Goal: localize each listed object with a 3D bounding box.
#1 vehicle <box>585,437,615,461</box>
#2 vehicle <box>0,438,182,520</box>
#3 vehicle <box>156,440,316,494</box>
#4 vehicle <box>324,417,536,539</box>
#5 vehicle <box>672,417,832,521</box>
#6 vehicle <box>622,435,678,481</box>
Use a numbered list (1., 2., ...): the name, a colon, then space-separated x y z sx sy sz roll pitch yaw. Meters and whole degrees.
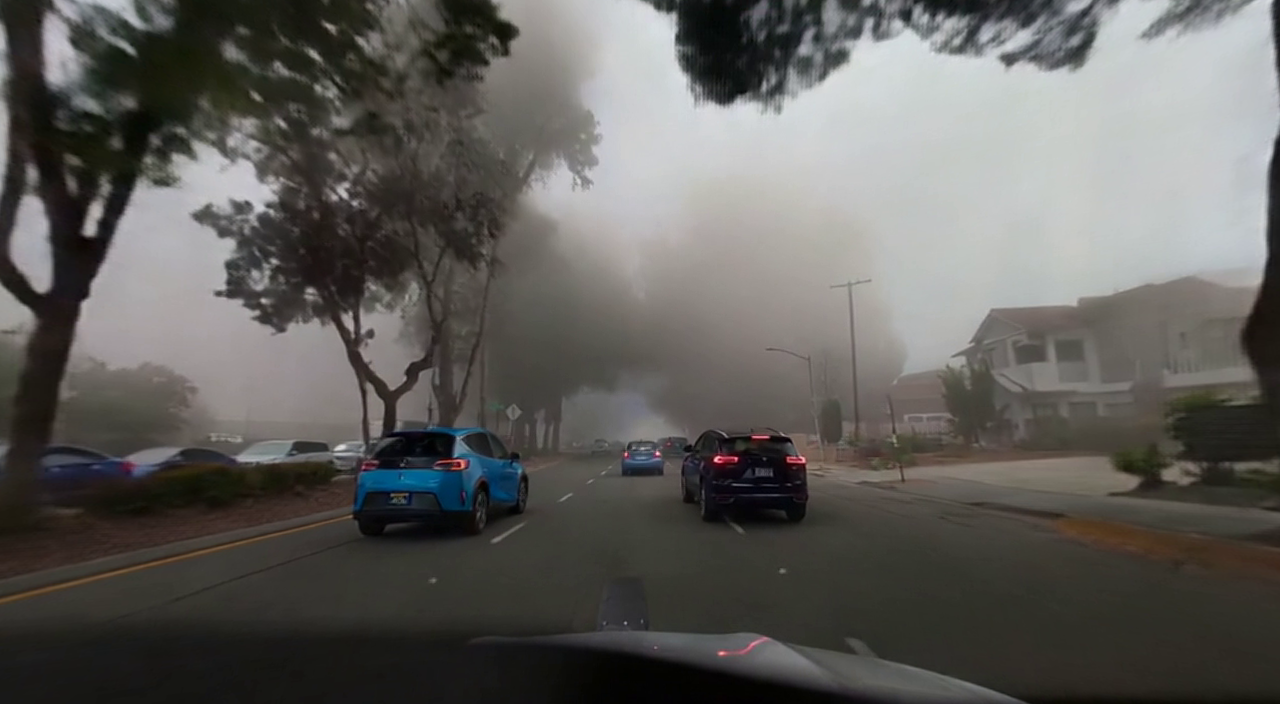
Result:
1. vehicle: -3.068 7.583 49.447 2.014 1.755 4.360 0 -8 1
2. vehicle: -12.365 2.585 13.393 1.849 1.452 4.423 0 -8 1
3. vehicle: -12.393 3.536 19.777 1.833 1.469 4.650 0 -8 2
4. vehicle: -3.349 2.117 11.248 2.043 1.687 4.676 0 -8 2
5. vehicle: 2.028 2.324 13.024 2.280 1.747 4.361 1 -9 -3
6. vehicle: 0.345 3.945 23.756 1.922 1.579 3.642 0 -8 0
